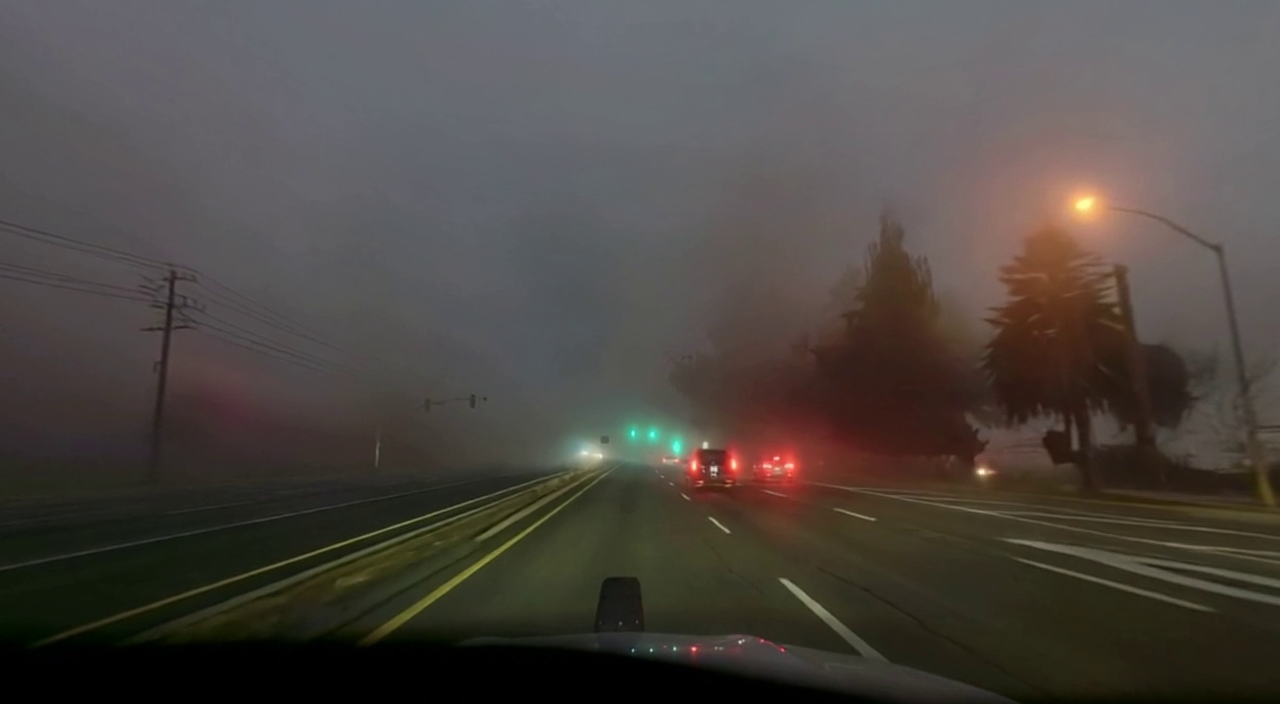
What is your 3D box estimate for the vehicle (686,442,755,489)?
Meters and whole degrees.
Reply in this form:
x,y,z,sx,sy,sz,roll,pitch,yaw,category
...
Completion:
x,y,z,sx,sy,sz,roll,pitch,yaw,category
3.008,4.329,24.495,2.078,1.668,4.078,0,-8,-1,vehicle
